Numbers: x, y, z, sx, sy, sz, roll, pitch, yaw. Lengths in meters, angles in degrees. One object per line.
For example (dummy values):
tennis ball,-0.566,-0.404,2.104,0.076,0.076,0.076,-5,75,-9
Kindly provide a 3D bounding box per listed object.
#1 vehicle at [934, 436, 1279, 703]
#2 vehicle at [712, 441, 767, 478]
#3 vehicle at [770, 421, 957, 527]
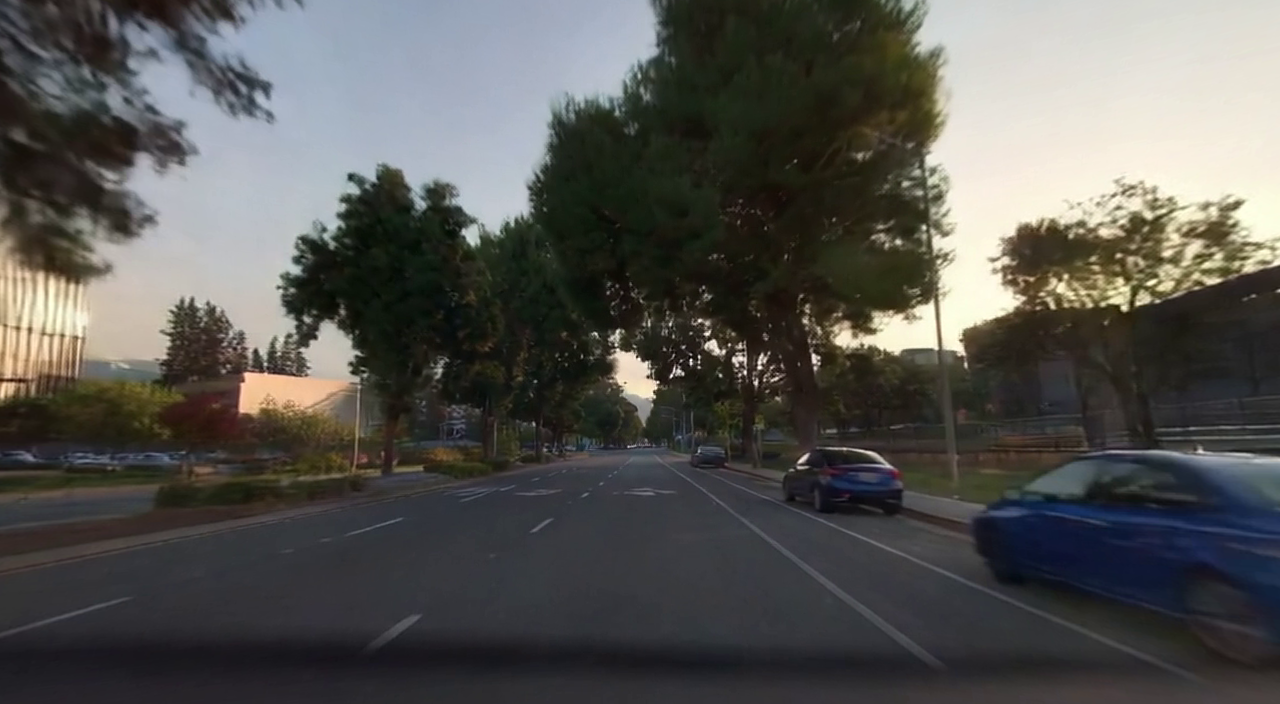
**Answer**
vehicle,4.407,1.433,5.093,1.865,1.457,4.689,0,-8,1
vehicle,4.895,5.332,31.601,1.987,1.718,4.698,0,-8,0
vehicle,4.442,2.517,13.606,2.198,1.834,4.963,0,-8,0
